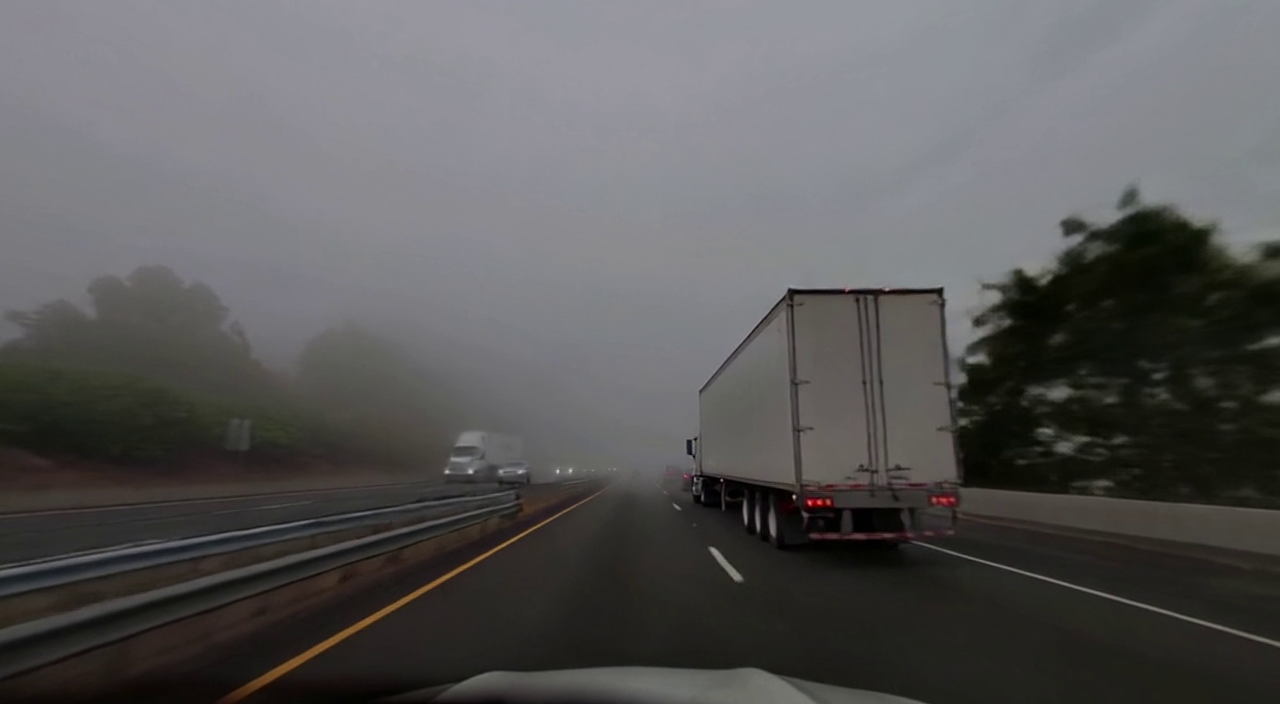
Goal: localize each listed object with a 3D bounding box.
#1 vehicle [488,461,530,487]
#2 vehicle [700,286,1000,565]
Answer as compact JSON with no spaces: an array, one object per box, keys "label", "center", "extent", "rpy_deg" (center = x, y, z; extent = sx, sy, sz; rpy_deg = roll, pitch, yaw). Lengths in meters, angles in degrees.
[{"label":"vehicle","center":[-9.307,8.688,45.053],"extent":[1.996,1.740,4.245],"rpy_deg":[1,-10,0]},{"label":"vehicle","center":[3.699,2.288,16.276],"extent":[2.863,4.088,14.040],"rpy_deg":[1,-10,0]}]
